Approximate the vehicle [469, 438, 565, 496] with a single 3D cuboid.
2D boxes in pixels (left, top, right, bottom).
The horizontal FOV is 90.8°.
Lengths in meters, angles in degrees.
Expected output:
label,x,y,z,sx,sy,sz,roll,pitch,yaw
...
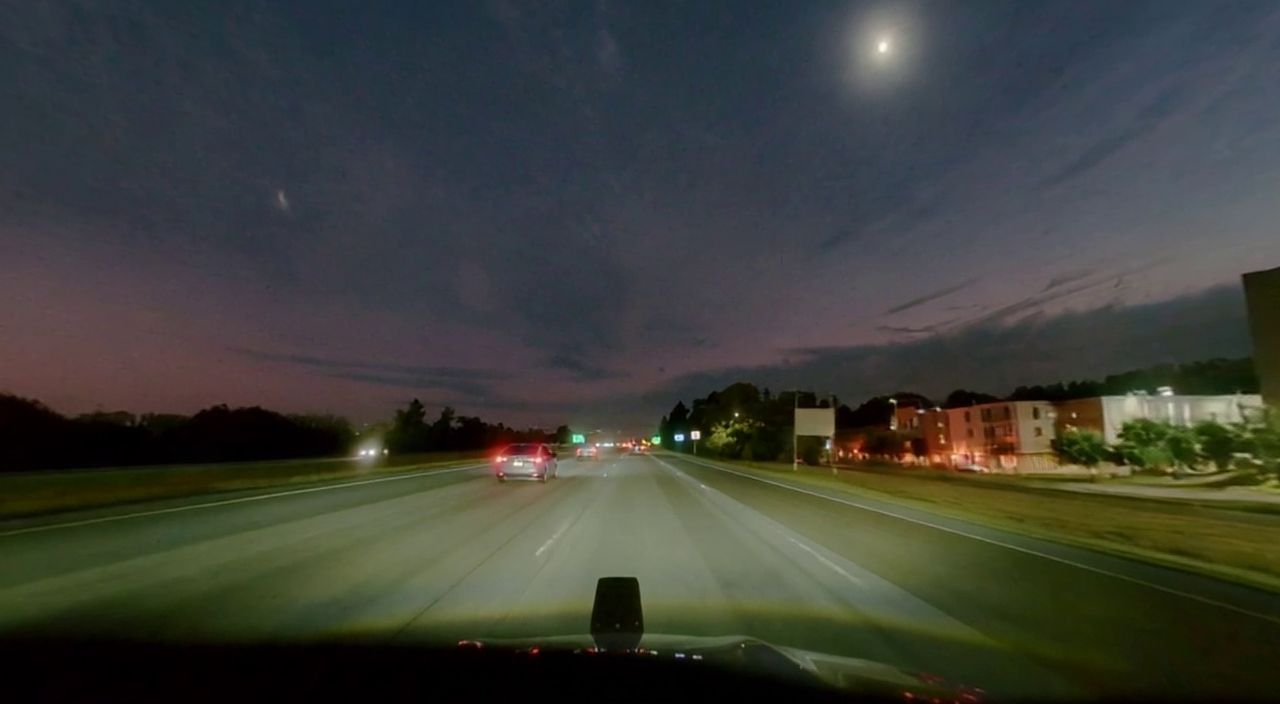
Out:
label,x,y,z,sx,sy,sz,roll,pitch,yaw
vehicle,-3.364,3.223,18.126,1.920,1.463,4.134,0,-8,0
